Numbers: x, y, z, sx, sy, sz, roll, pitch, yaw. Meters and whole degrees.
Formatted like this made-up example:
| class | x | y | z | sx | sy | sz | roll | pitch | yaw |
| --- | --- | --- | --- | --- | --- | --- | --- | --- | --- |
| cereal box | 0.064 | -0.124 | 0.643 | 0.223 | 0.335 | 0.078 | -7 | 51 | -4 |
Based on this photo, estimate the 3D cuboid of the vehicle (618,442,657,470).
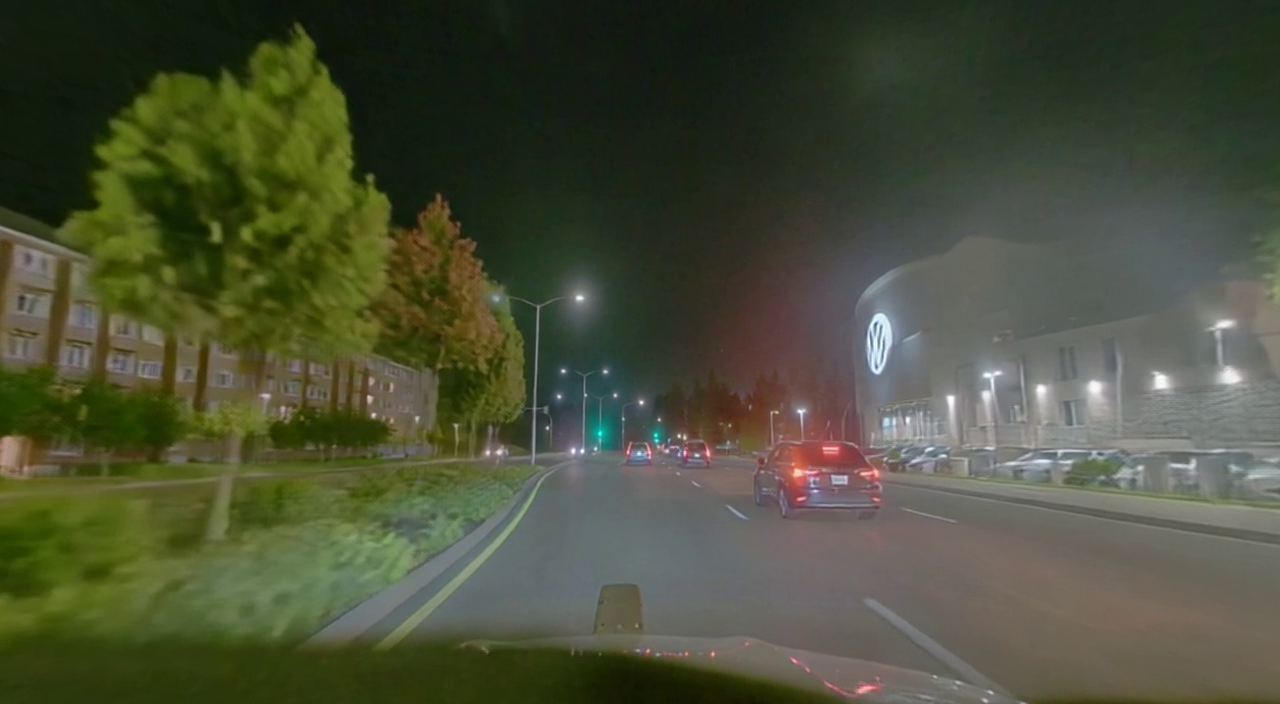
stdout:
| class | x | y | z | sx | sy | sz | roll | pitch | yaw |
| --- | --- | --- | --- | --- | --- | --- | --- | --- | --- |
| vehicle | -0.173 | 5.778 | 35.406 | 2.095 | 1.456 | 3.873 | 0 | -8 | -1 |

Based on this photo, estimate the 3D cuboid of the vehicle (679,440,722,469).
| class | x | y | z | sx | sy | sz | roll | pitch | yaw |
| --- | --- | --- | --- | --- | --- | --- | --- | --- | --- |
| vehicle | 3.563 | 6.083 | 37.804 | 2.041 | 1.611 | 4.426 | 0 | -8 | -1 |

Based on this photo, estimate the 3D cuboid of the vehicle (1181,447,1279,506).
| class | x | y | z | sx | sy | sz | roll | pitch | yaw |
| --- | --- | --- | --- | --- | --- | --- | --- | --- | --- |
| vehicle | 17.773 | 3.466 | 18.000 | 4.230 | 1.474 | 1.991 | 4 | -10 | -27 |

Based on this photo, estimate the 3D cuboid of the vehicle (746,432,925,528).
| class | x | y | z | sx | sy | sz | roll | pitch | yaw |
| --- | --- | --- | --- | --- | --- | --- | --- | --- | --- |
| vehicle | 3.511 | 2.391 | 12.436 | 1.953 | 1.514 | 4.672 | 0 | -8 | -1 |

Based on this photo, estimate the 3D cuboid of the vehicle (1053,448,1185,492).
| class | x | y | z | sx | sy | sz | roll | pitch | yaw |
| --- | --- | --- | --- | --- | --- | --- | --- | --- | --- |
| vehicle | 17.582 | 4.277 | 23.215 | 4.044 | 1.487 | 1.977 | 3 | -9 | -22 |
